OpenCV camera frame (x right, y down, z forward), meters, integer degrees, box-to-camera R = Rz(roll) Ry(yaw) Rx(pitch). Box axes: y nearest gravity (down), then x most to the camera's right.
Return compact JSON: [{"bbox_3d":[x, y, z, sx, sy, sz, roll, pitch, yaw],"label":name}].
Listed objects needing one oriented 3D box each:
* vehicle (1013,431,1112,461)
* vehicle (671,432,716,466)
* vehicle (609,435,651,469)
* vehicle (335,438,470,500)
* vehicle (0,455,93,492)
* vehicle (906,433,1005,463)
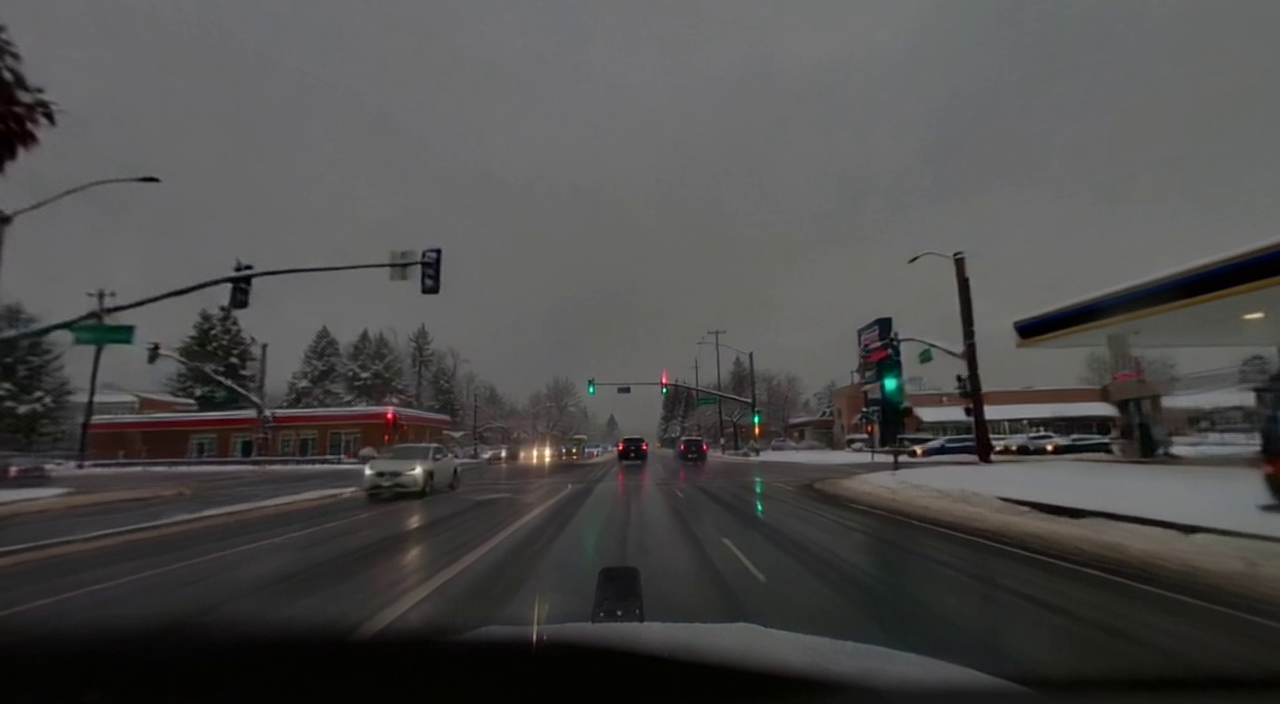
[{"bbox_3d":[24.966,5.577,37.502,4.398,1.700,2.012,0,-9,-3],"label":"vehicle"},{"bbox_3d":[3.161,5.952,38.820,2.190,1.913,5.174,0,-8,-1],"label":"vehicle"},{"bbox_3d":[-0.528,5.513,35.071,2.177,1.754,3.815,0,-8,-1],"label":"vehicle"},{"bbox_3d":[-6.319,3.154,17.509,1.979,1.480,4.553,0,-8,0],"label":"vehicle"},{"bbox_3d":[-28.251,5.569,28.922,4.659,1.475,1.910,-2,-8,-2],"label":"vehicle"},{"bbox_3d":[18.585,5.652,37.383,4.685,1.704,2.118,0,-8,-2],"label":"vehicle"}]
